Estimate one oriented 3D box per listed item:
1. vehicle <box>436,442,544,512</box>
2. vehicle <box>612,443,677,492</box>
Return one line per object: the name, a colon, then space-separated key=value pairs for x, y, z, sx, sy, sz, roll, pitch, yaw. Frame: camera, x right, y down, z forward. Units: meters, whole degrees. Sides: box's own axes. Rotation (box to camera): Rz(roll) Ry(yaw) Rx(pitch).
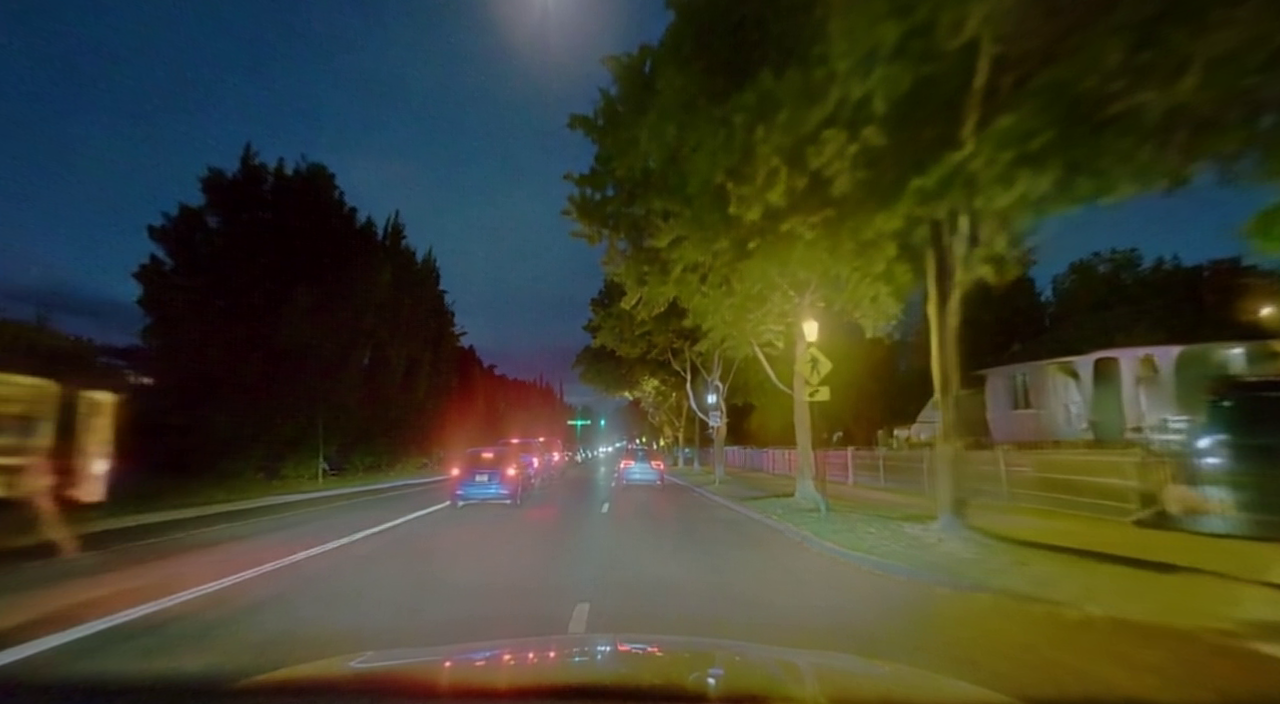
vehicle: x=-3.592 y=3.082 z=16.027 sx=1.919 sy=1.501 sz=4.509 roll=1 pitch=-9 yaw=-4
vehicle: x=0.078 y=4.412 z=24.470 sx=2.258 sy=1.682 sz=4.635 roll=1 pitch=-9 yaw=-2
